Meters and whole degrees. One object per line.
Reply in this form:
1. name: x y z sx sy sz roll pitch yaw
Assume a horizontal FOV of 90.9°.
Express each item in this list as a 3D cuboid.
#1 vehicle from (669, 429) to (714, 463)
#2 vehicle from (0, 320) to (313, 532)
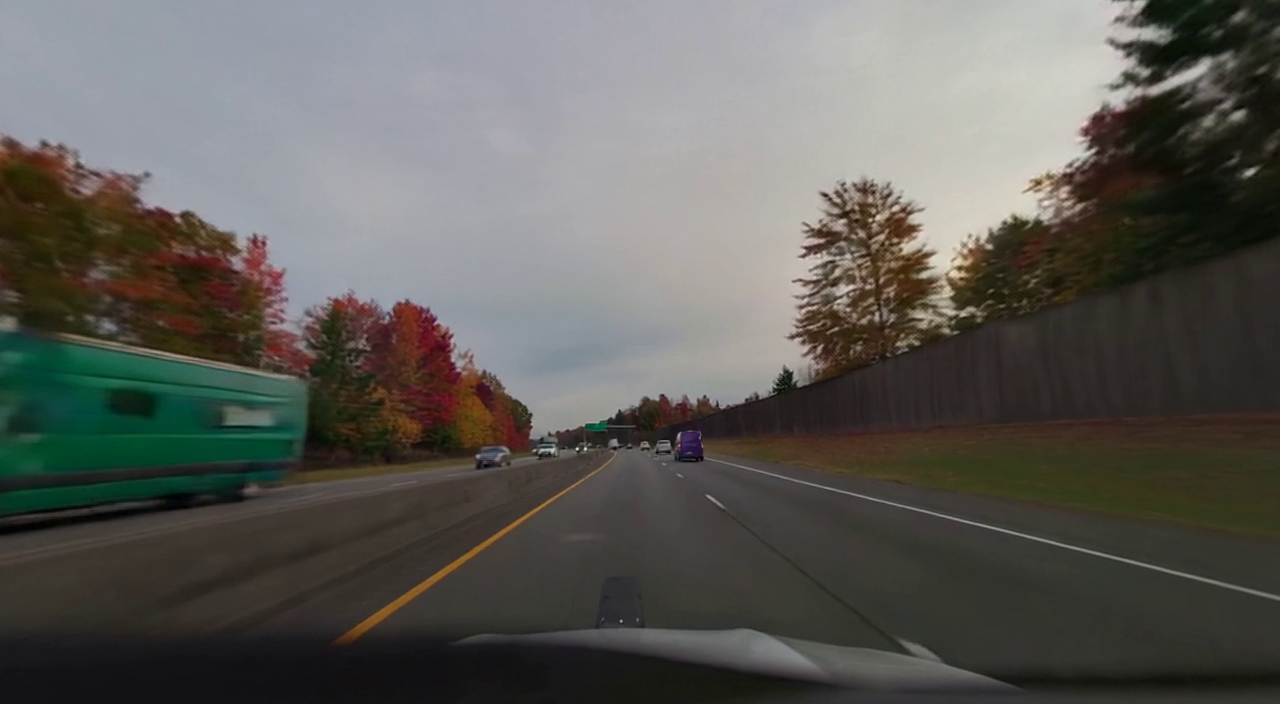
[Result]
1. vehicle: 3.283 6.111 41.157 2.393 2.072 4.958 0 -8 -2
2. vehicle: -12.220 1.937 15.735 3.010 3.699 9.465 0 -8 -1
